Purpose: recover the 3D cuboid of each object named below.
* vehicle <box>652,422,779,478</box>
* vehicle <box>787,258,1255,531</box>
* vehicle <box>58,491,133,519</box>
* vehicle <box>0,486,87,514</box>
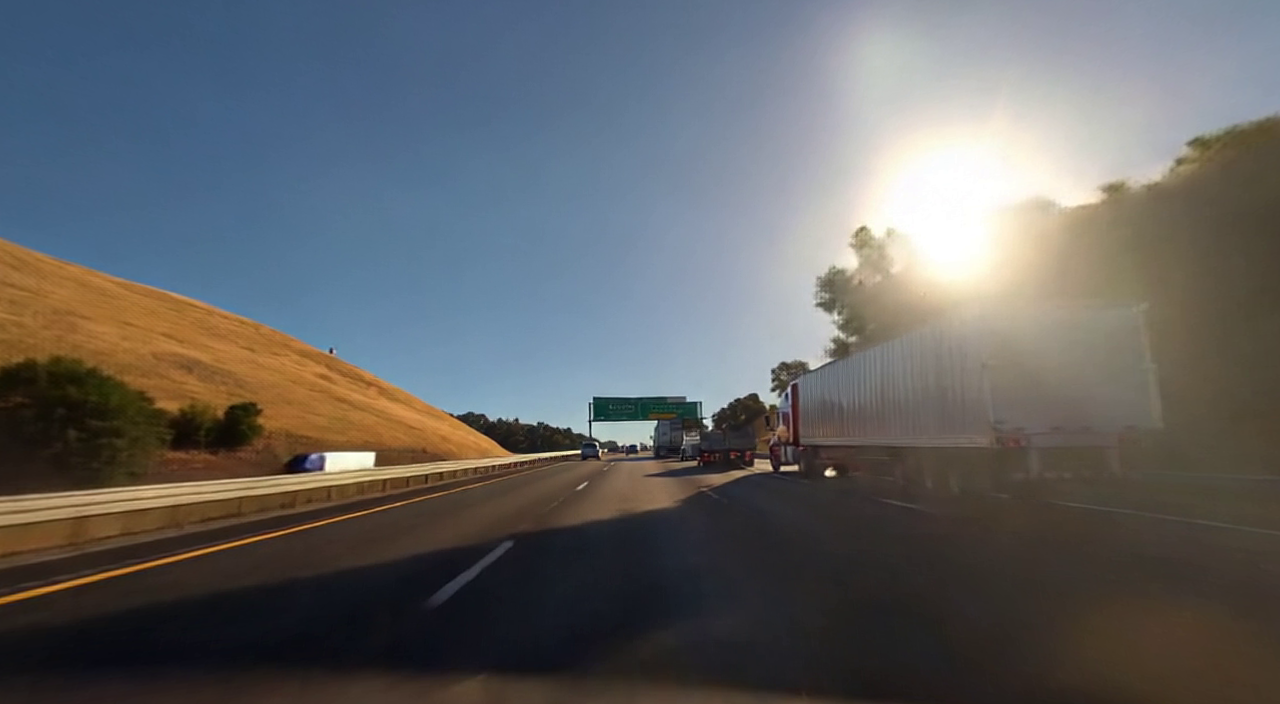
[{"bbox_3d":[3.156,4.228,27.437,5.075,2.277,2.365,0,-9,-3],"label":"vehicle"},{"bbox_3d":[7.594,1.811,17.751,2.935,4.187,16.357,0,-9,0],"label":"vehicle"},{"bbox_3d":[-36.630,10.278,42.617,1.705,1.485,3.776,0,-9,-1],"label":"vehicle"},{"bbox_3d":[-40.882,10.098,43.320,1.837,1.540,4.565,0,-9,-2],"label":"vehicle"}]
